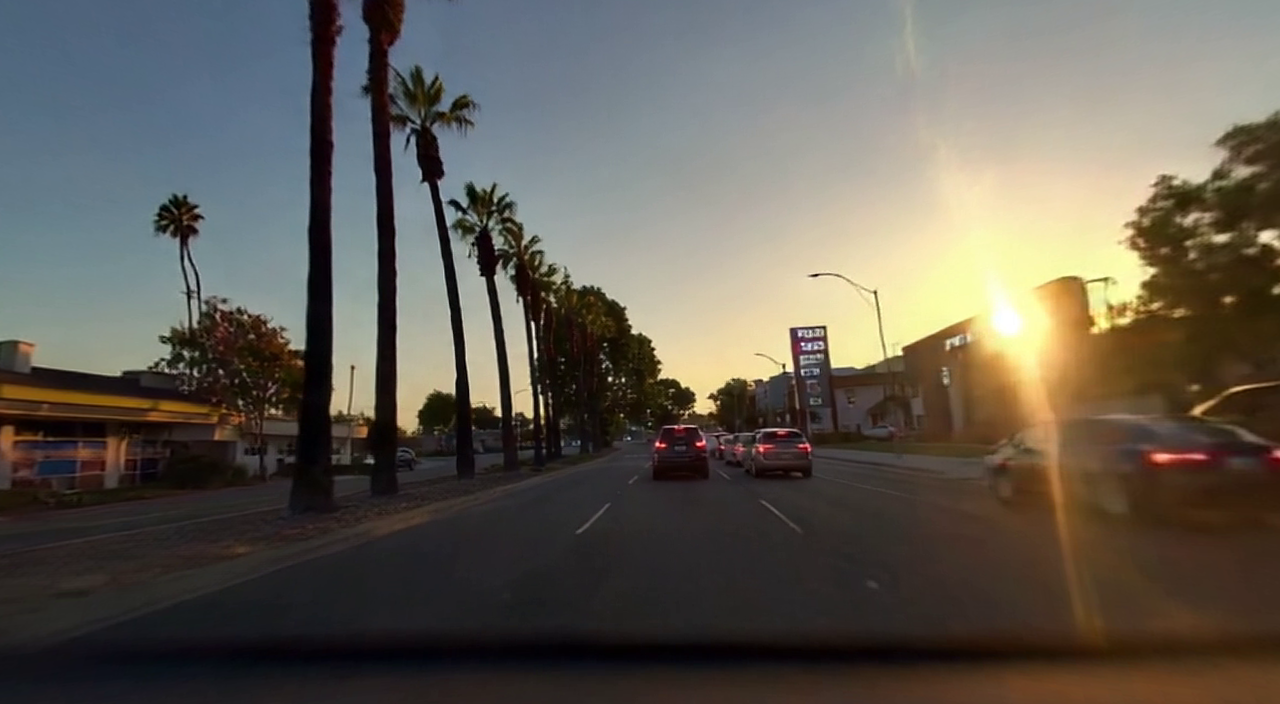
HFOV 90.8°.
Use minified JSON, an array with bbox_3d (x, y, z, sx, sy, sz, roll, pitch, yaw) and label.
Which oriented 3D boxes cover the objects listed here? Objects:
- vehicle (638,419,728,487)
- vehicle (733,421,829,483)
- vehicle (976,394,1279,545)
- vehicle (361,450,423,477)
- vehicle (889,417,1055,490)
[{"bbox_3d":[1.247,3.106,19.642,2.428,1.816,4.959,0,-9,2],"label":"vehicle"},{"bbox_3d":[4.413,3.241,20.550,2.187,1.777,4.444,0,-9,1],"label":"vehicle"},{"bbox_3d":[7.347,1.681,9.572,2.001,1.692,4.800,0,-9,2],"label":"vehicle"},{"bbox_3d":[-15.564,6.997,39.887,1.857,1.446,4.615,-3,-9,3],"label":"vehicle"},{"bbox_3d":[8.492,2.669,16.745,1.881,1.658,4.595,0,-9,0],"label":"vehicle"}]
